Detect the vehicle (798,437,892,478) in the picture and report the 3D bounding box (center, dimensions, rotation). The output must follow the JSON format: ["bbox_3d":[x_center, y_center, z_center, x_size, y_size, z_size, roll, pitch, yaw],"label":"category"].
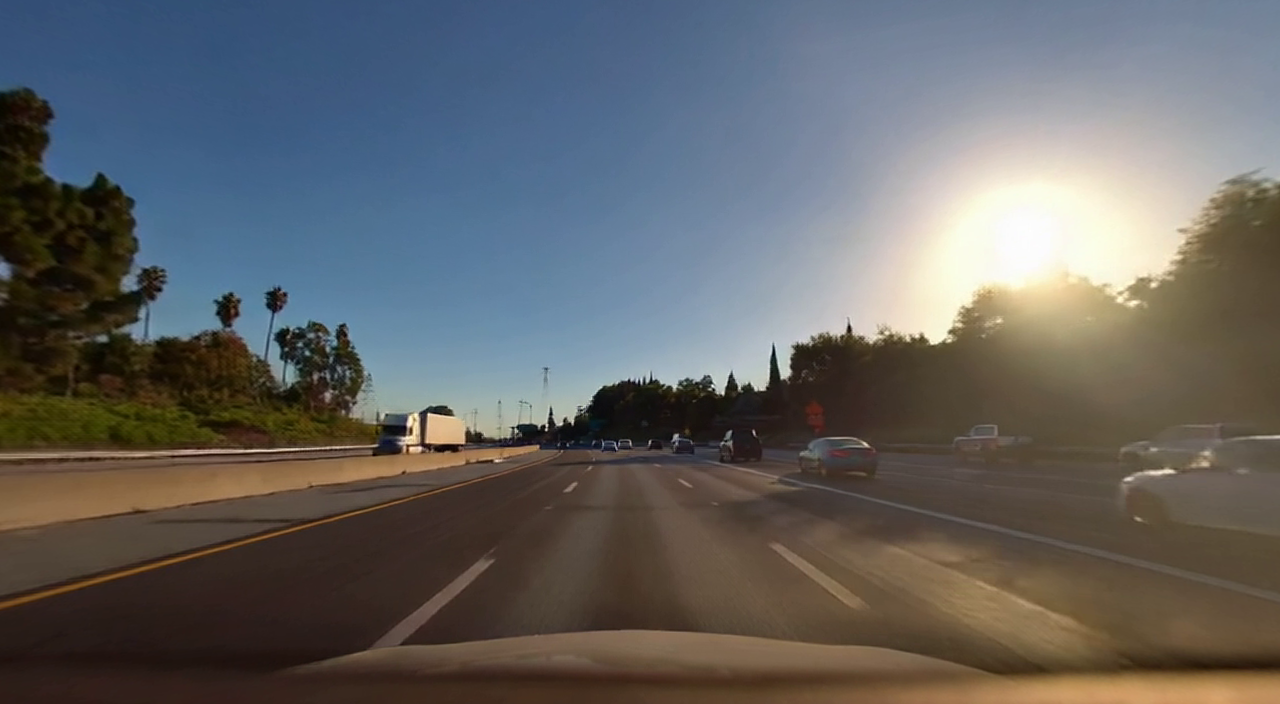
[{"bbox_3d":[8.094,4.201,25.395,2.080,1.457,4.404,0,-8,-4],"label":"vehicle"}]

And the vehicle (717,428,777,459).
[{"bbox_3d":[7.255,6.349,43.661,2.622,1.977,6.537,0,-8,-4],"label":"vehicle"}]

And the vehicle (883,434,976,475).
[{"bbox_3d":[12.398,4.405,27.280,1.864,1.574,4.059,0,-8,-4],"label":"vehicle"}]

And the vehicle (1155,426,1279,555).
[{"bbox_3d":[8.455,1.506,6.656,2.092,1.478,4.647,0,-8,0],"label":"vehicle"}]

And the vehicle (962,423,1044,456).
[{"bbox_3d":[22.976,5.604,40.185,2.085,1.989,4.825,0,-8,-3],"label":"vehicle"}]
